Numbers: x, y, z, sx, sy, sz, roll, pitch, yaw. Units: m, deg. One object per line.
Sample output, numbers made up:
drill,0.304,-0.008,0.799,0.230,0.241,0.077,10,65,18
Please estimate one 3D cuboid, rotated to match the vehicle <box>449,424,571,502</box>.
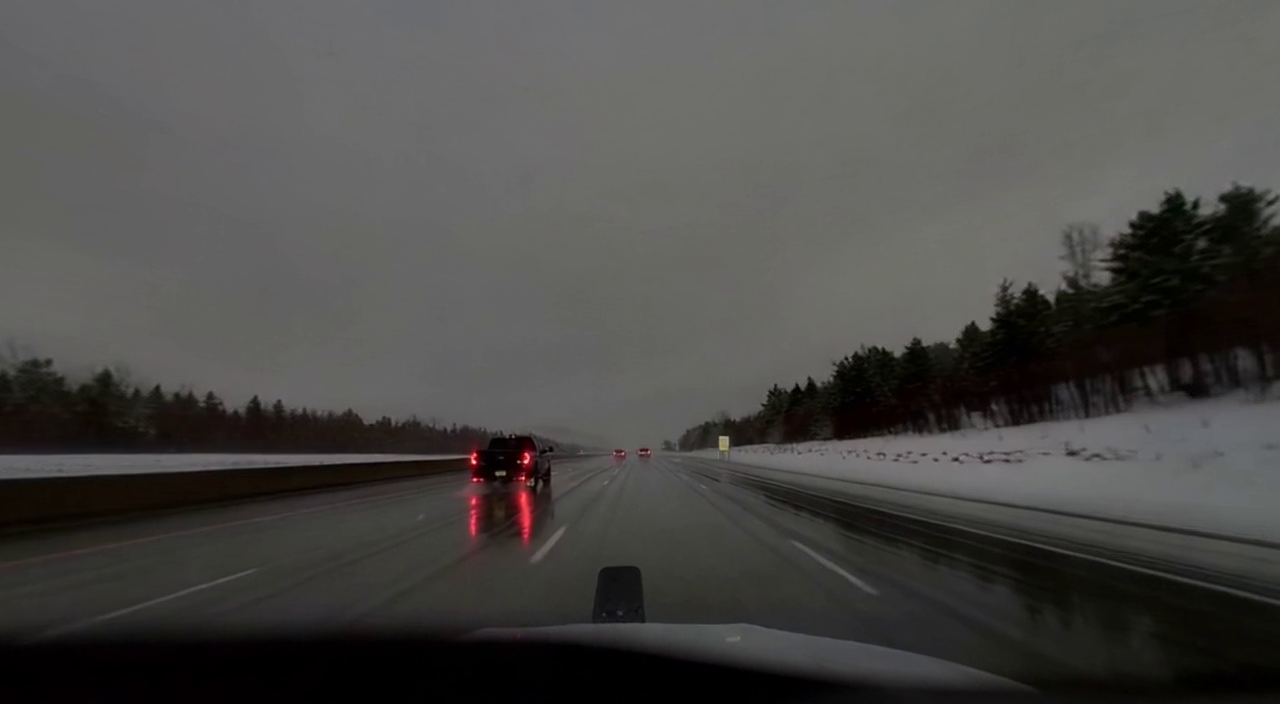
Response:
vehicle,-3.575,3.214,18.654,2.379,1.918,5.504,0,-9,1
